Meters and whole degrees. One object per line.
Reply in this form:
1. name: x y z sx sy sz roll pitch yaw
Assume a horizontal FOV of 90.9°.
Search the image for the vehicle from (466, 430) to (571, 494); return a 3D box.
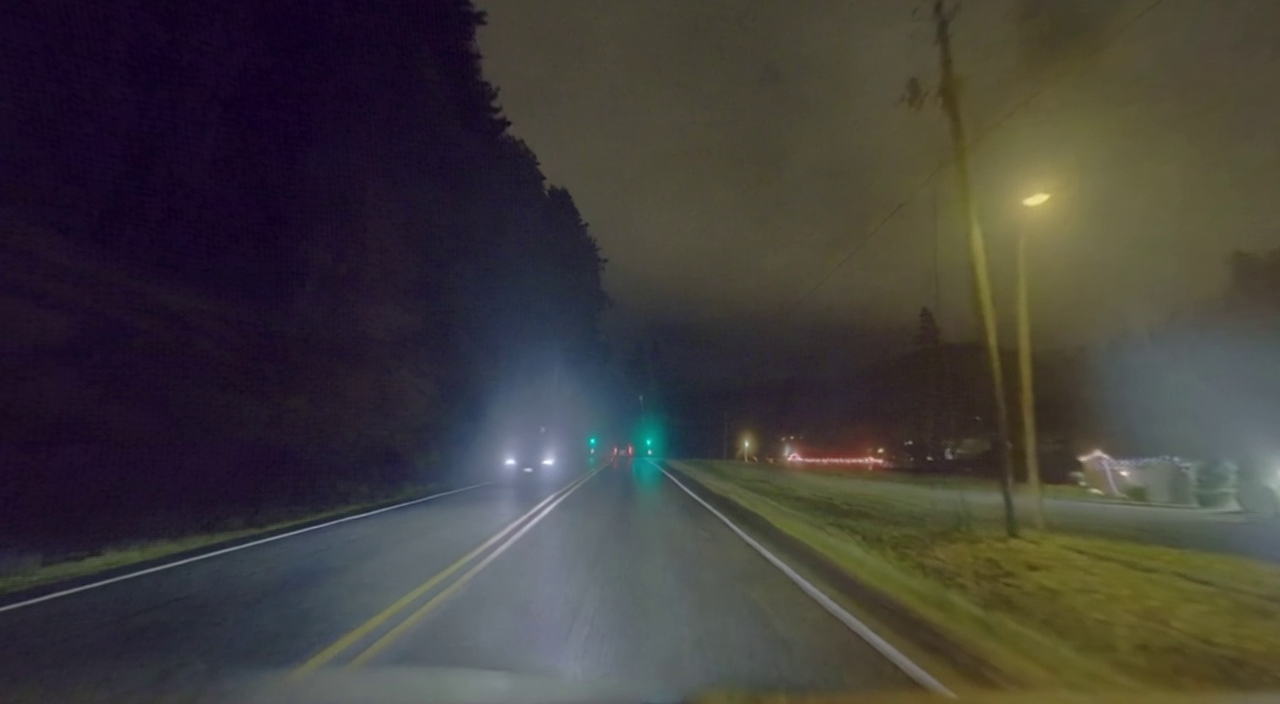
1. vehicle: -4.058 3.846 22.461 2.531 1.923 6.417 0 -8 -1
